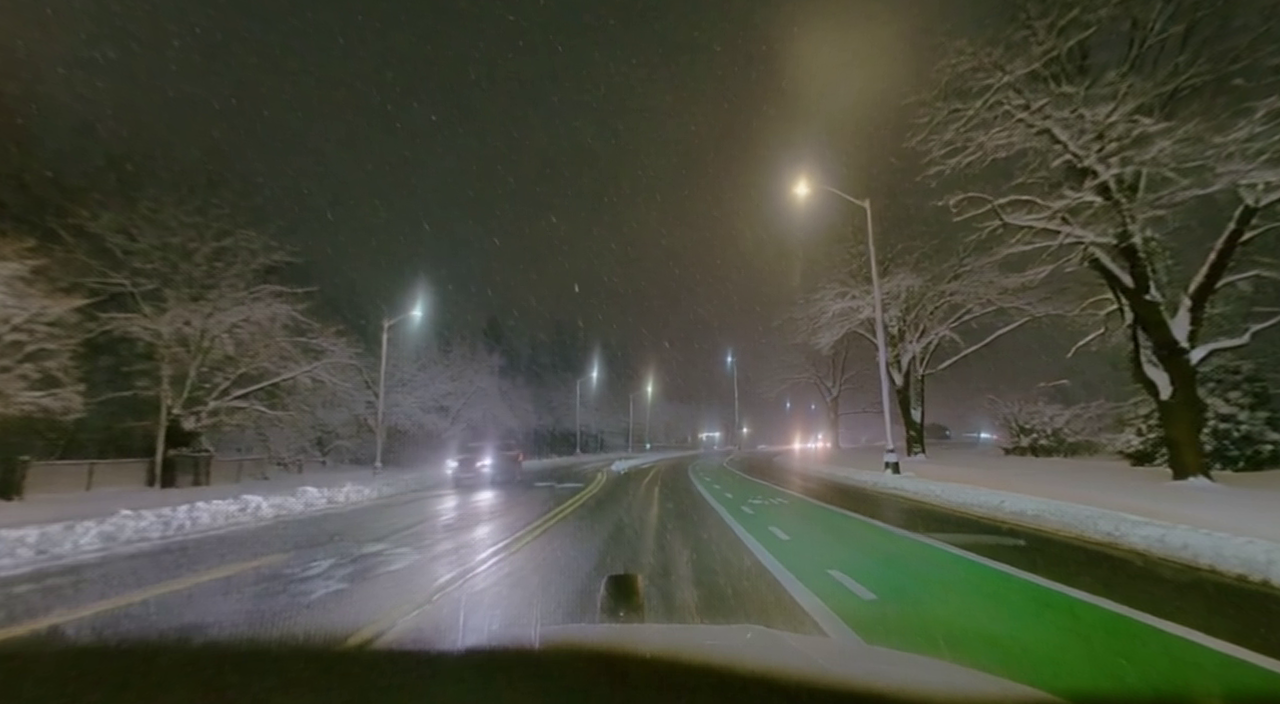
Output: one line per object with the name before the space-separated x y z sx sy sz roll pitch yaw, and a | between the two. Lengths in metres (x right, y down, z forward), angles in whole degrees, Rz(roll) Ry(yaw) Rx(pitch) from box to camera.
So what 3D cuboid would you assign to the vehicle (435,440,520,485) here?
vehicle | -6.749 4.631 26.841 2.065 1.744 4.566 -1 -9 5
